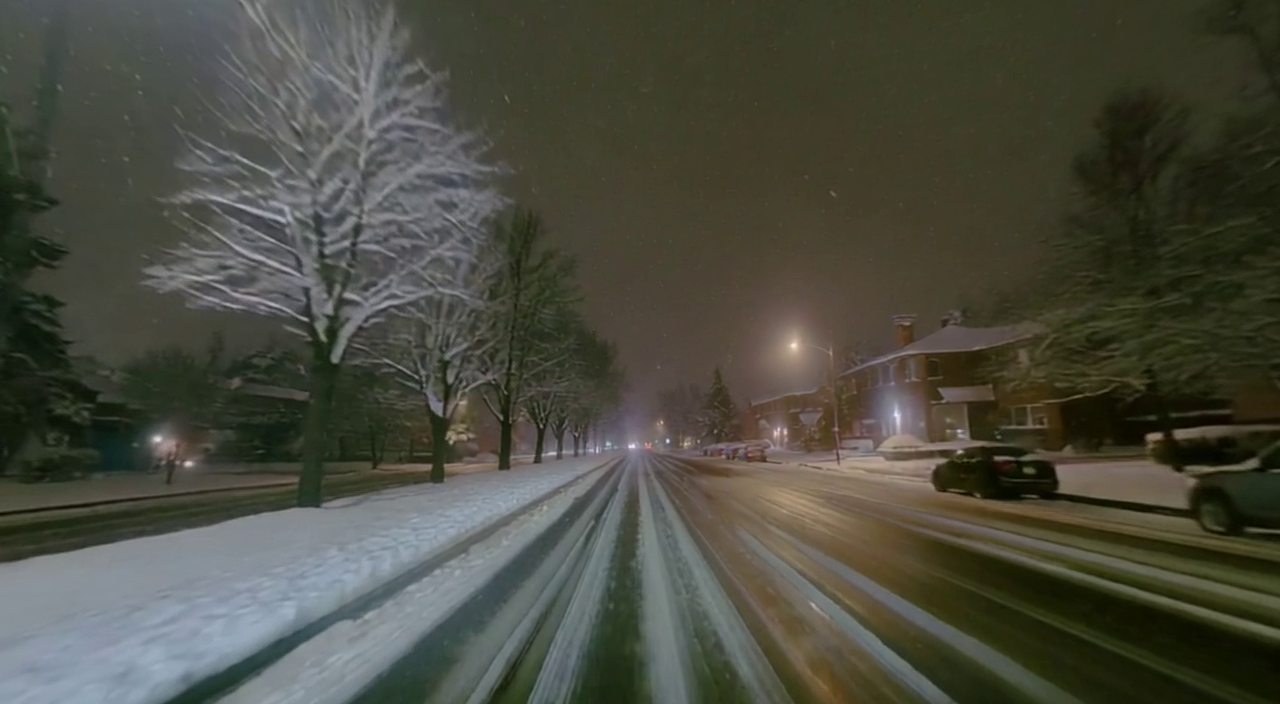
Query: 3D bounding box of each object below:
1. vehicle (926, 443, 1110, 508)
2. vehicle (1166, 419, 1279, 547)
[{"bbox_3d":[9.912,3.239,17.160,1.996,1.488,4.810,0,-9,0],"label":"vehicle"},{"bbox_3d":[9.863,1.738,8.217,2.018,1.742,4.547,0,-9,-1],"label":"vehicle"}]
